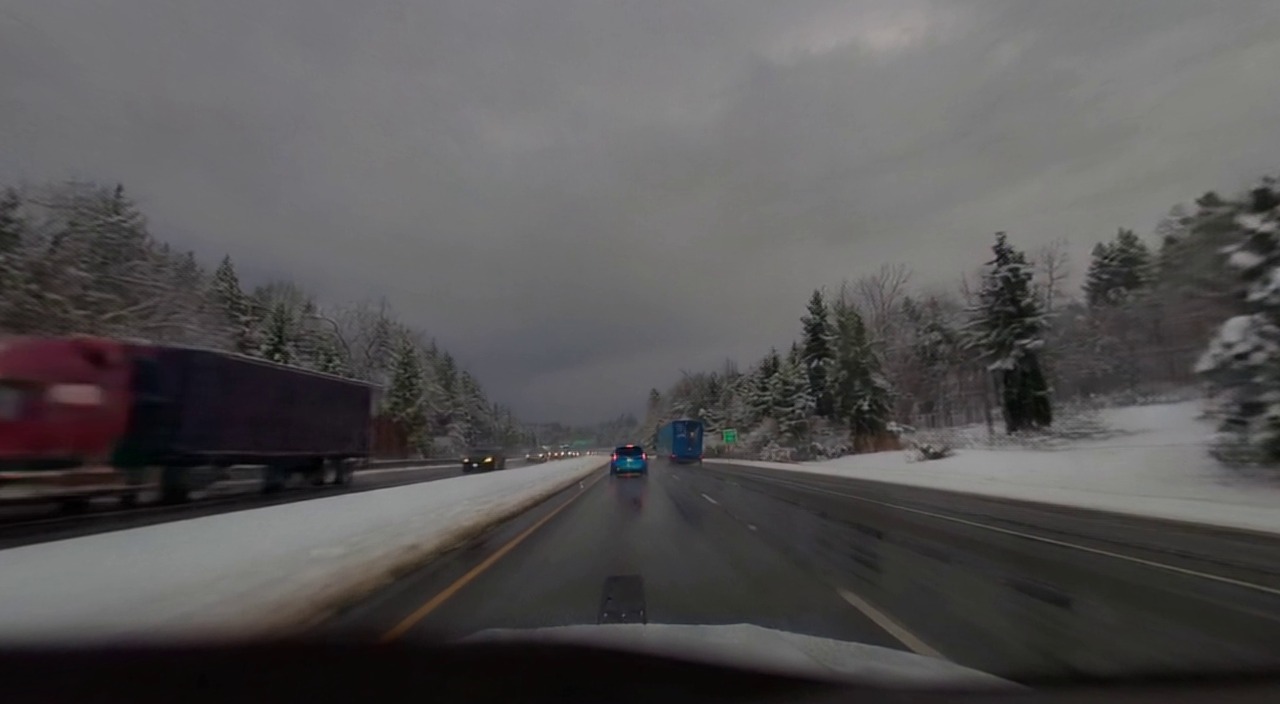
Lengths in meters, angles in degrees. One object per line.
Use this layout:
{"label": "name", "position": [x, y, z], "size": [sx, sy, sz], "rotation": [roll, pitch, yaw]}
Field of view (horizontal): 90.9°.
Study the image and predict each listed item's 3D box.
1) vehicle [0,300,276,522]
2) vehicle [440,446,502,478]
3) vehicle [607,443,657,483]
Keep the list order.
{"label": "vehicle", "position": [-12.991, 1.671, 15.516], "size": [3.019, 4.044, 8.230], "rotation": [0, -9, 0]}
{"label": "vehicle", "position": [-8.868, 5.804, 33.434], "size": [1.961, 1.521, 4.766], "rotation": [0, -9, 0]}
{"label": "vehicle", "position": [-0.393, 5.178, 29.625], "size": [2.190, 1.706, 4.062], "rotation": [0, -9, -1]}
